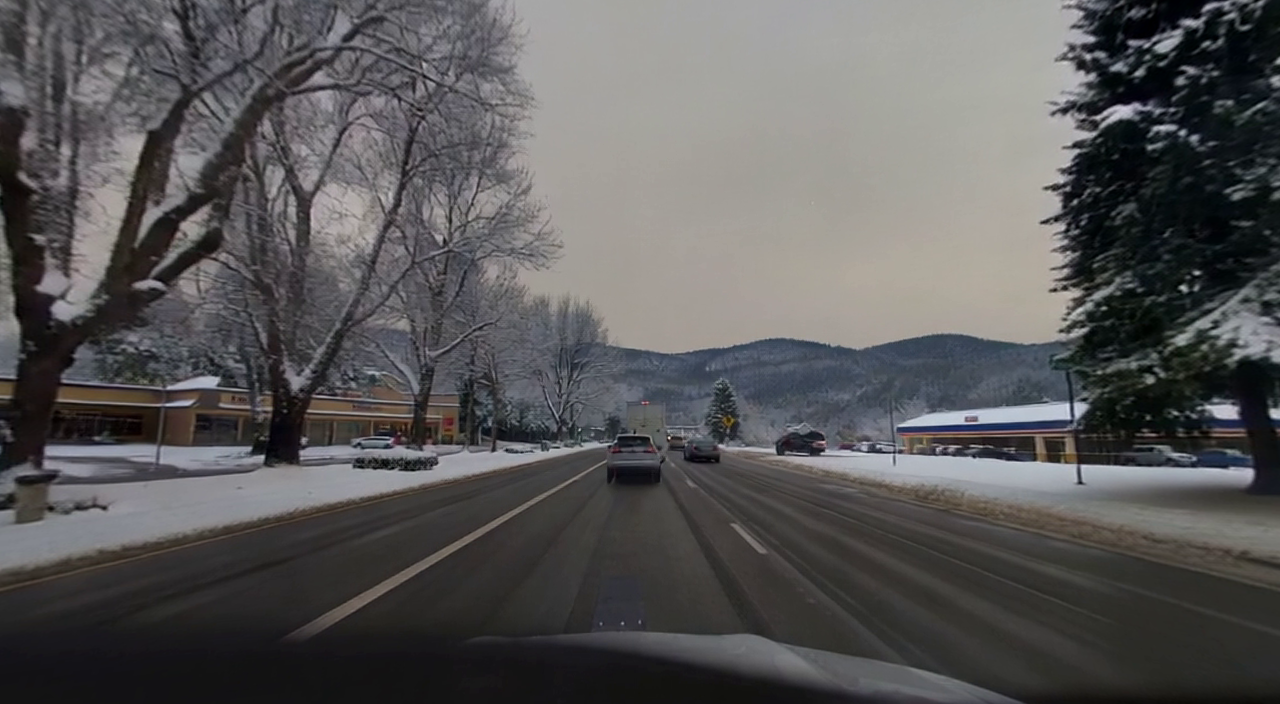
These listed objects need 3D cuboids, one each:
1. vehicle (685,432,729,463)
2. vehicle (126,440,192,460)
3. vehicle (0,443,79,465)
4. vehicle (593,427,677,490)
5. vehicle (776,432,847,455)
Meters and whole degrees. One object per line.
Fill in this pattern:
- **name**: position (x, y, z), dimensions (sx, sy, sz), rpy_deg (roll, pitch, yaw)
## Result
- **vehicle**: position (3.805, 5.531, 36.377), dimensions (2.088, 1.655, 4.360), rpy_deg (0, -8, 0)
- **vehicle**: position (-36.860, 7.519, 48.195), dimensions (3.640, 1.447, 1.788), rpy_deg (4, -9, -27)
- **vehicle**: position (-36.951, 6.246, 38.592), dimensions (3.245, 1.338, 1.536), rpy_deg (3, -9, -23)
- **vehicle**: position (-0.145, 3.083, 18.501), dimensions (2.193, 1.651, 3.946), rpy_deg (0, -8, -1)
- **vehicle**: position (13.234, 7.067, 48.591), dimensions (4.887, 1.734, 2.014), rpy_deg (0, -8, 2)
